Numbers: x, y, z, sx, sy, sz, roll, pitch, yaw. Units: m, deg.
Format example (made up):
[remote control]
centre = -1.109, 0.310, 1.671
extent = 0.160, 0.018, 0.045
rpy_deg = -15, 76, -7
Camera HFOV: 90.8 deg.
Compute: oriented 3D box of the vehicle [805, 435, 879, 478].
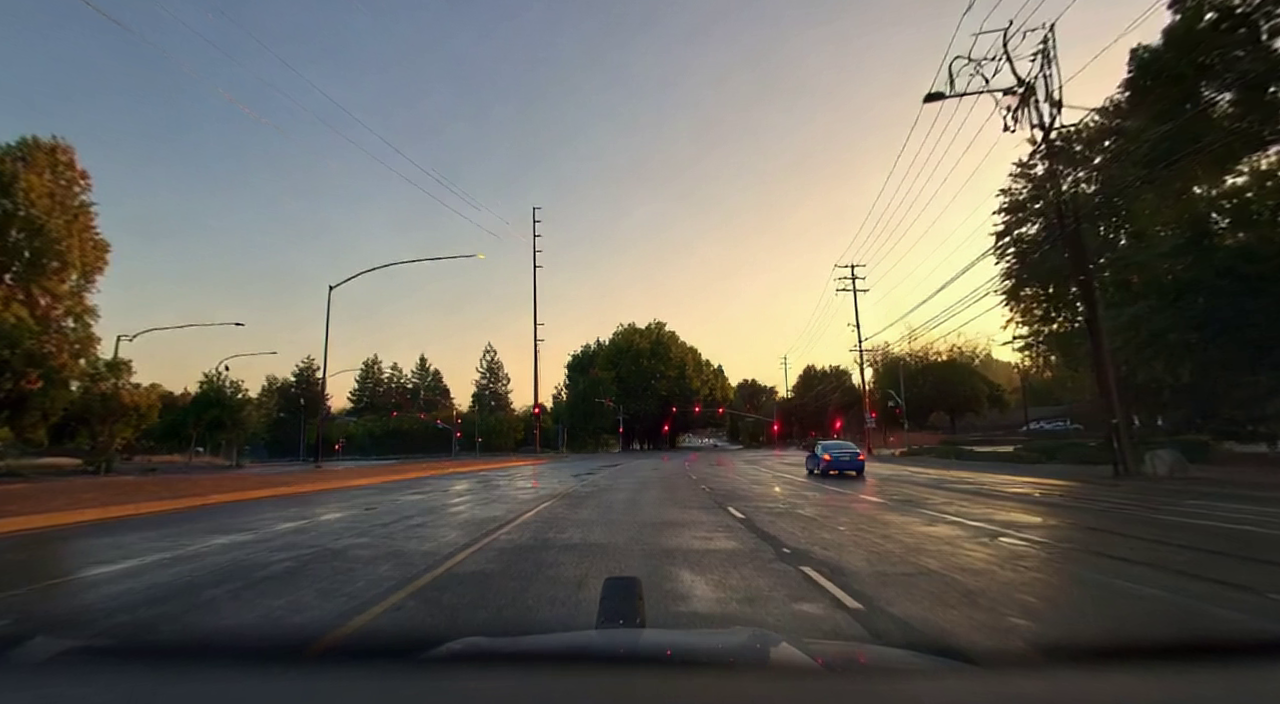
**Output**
[vehicle]
centre = 7.894, 4.132, 25.057
extent = 1.797, 1.544, 3.685
rpy_deg = 0, -9, 2
